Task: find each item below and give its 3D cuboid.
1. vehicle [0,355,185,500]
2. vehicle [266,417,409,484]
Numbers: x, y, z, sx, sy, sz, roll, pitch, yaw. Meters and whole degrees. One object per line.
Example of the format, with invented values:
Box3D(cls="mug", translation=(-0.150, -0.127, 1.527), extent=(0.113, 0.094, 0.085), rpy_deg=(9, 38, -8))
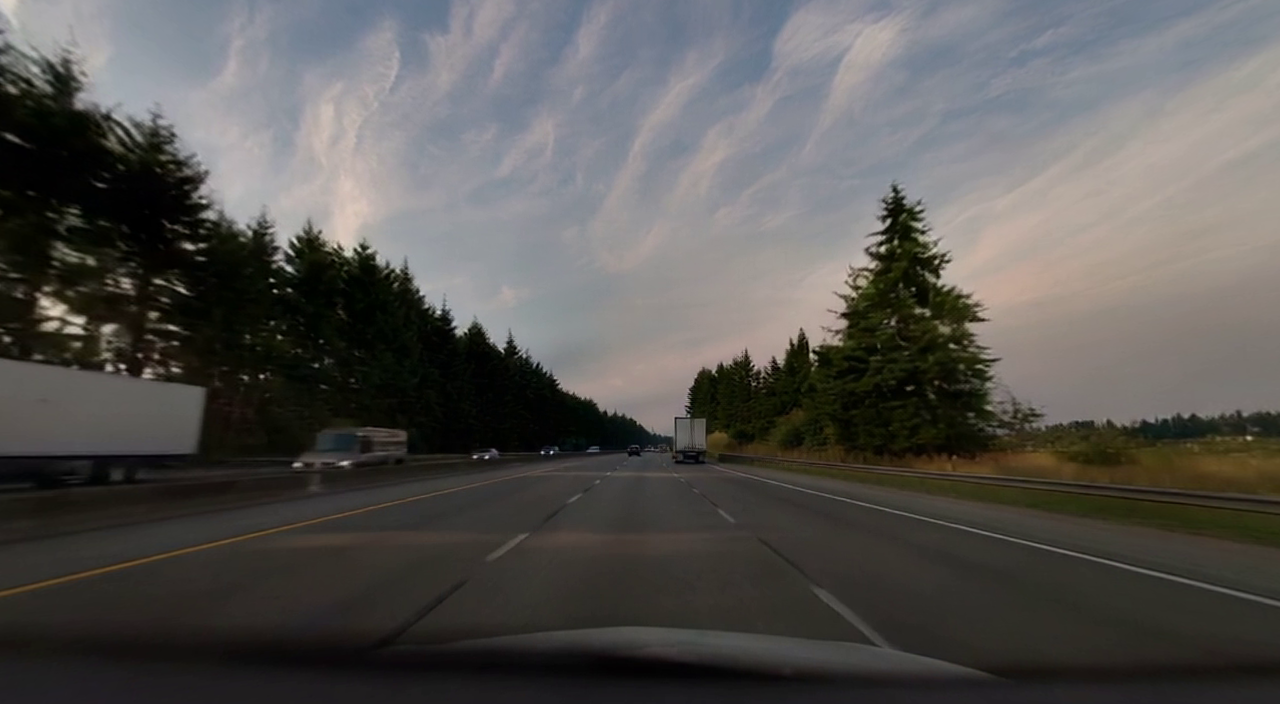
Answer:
Box3D(cls="vehicle", translation=(-19.565, 2.228, 18.413), extent=(2.913, 4.049, 12.675), rpy_deg=(0, -9, 0))
Box3D(cls="vehicle", translation=(-12.033, 4.056, 25.894), extent=(2.321, 2.365, 6.898), rpy_deg=(0, -9, 1))
